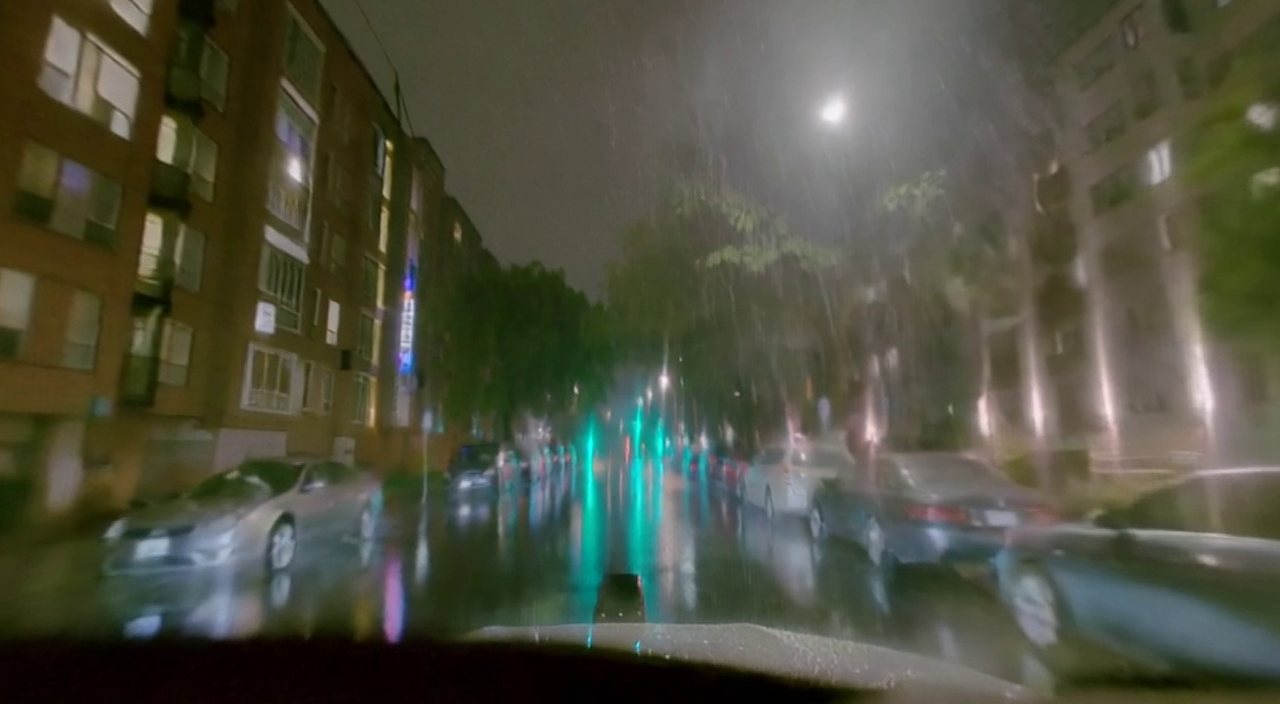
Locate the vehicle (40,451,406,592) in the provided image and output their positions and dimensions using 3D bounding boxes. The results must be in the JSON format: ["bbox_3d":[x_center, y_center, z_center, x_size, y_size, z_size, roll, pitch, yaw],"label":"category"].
[{"bbox_3d":[-5.255,2.157,8.977,2.080,1.458,4.511,0,-9,0],"label":"vehicle"}]

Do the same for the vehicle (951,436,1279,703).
[{"bbox_3d":[3.643,1.135,2.898,1.881,1.460,4.737,0,-9,-2],"label":"vehicle"}]

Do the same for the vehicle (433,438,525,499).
[{"bbox_3d":[-5.484,4.037,22.213,2.069,1.881,4.697,0,-9,-1],"label":"vehicle"}]
